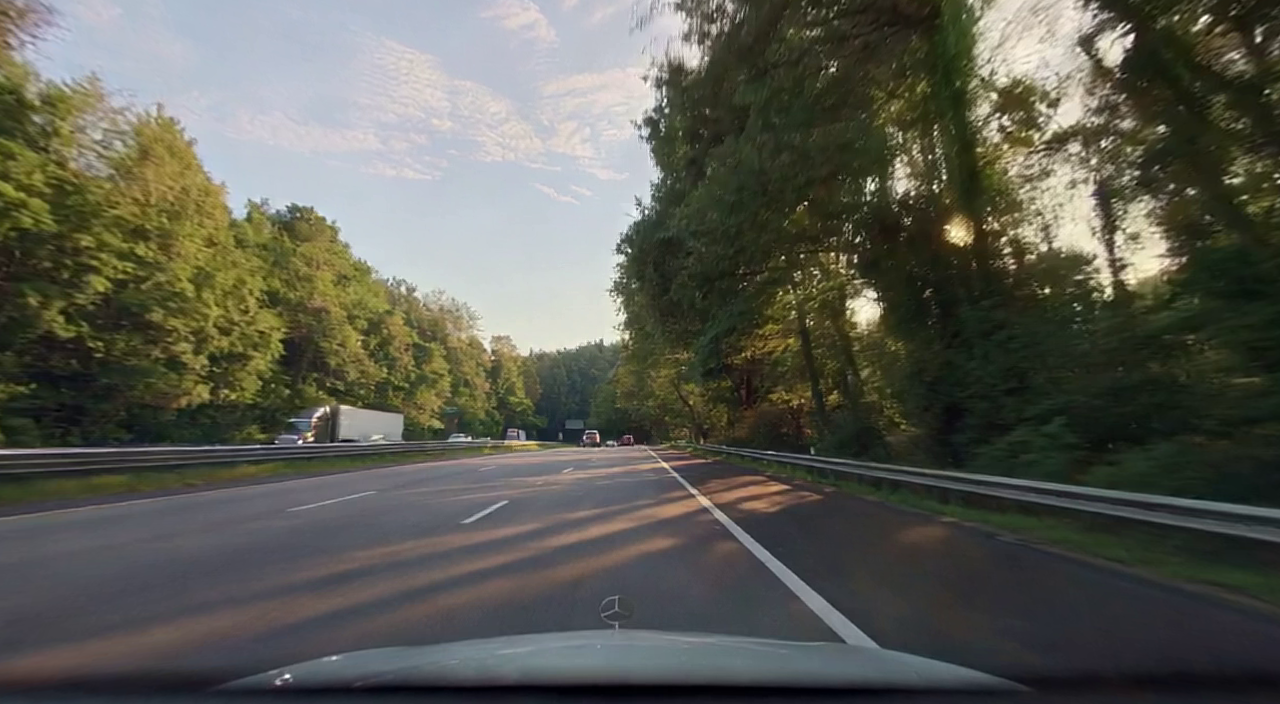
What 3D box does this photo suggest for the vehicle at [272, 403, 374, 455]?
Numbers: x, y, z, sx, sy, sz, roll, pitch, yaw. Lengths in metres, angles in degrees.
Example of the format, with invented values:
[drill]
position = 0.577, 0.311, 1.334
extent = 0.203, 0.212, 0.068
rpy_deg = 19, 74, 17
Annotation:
[vehicle]
position = -24.538, 6.117, 49.515
extent = 2.975, 3.670, 9.888
rpy_deg = 0, -8, -1
